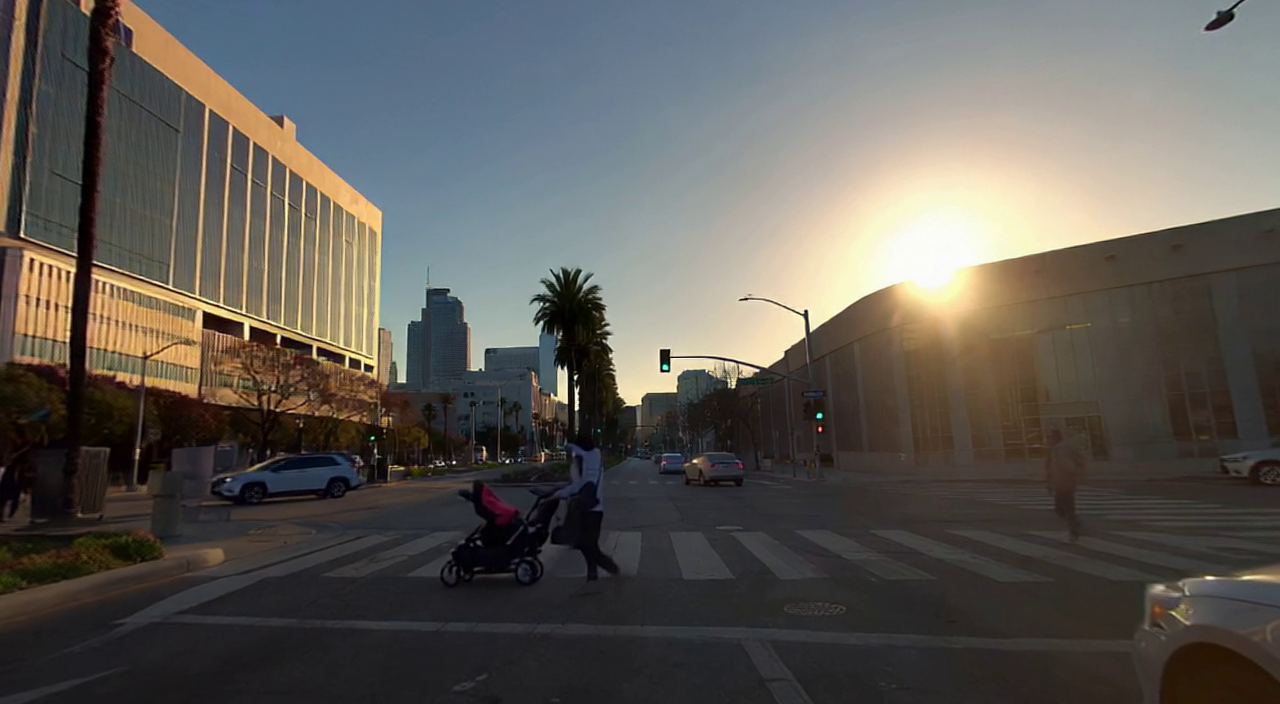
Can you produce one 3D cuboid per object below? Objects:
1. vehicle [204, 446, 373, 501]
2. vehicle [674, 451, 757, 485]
[{"bbox_3d":[-11.308,3.915,20.740,4.499,1.594,1.898,3,-9,-20],"label":"vehicle"},{"bbox_3d":[3.653,5.676,31.281,2.000,1.525,4.273,4,-10,-27],"label":"vehicle"}]
